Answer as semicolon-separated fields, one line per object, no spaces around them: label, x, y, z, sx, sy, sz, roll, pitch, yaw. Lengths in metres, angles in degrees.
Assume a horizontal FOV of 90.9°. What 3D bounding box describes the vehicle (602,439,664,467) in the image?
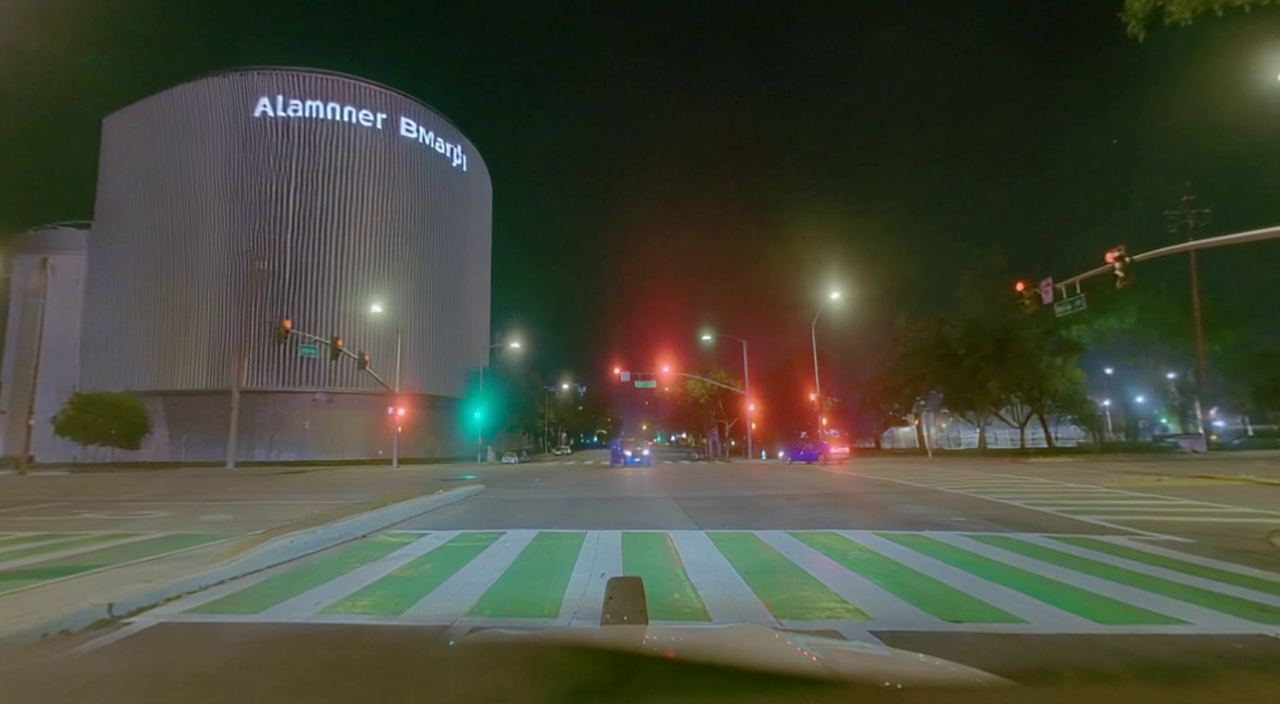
vehicle;-0.494;5.634;35.274;2.280;1.454;4.836;2;-9;-16

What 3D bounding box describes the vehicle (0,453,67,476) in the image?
vehicle;-41.657;7.631;42.770;3.698;1.467;1.779;0;-8;1

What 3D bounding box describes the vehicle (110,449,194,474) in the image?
vehicle;-33.073;7.403;42.756;4.136;1.661;1.857;0;-8;1

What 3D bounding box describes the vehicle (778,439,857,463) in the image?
vehicle;11.085;6.209;39.680;4.529;1.457;1.981;-2;-9;10

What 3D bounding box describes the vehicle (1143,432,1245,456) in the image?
vehicle;36.149;6.016;41.205;4.767;1.456;1.858;0;-8;3
